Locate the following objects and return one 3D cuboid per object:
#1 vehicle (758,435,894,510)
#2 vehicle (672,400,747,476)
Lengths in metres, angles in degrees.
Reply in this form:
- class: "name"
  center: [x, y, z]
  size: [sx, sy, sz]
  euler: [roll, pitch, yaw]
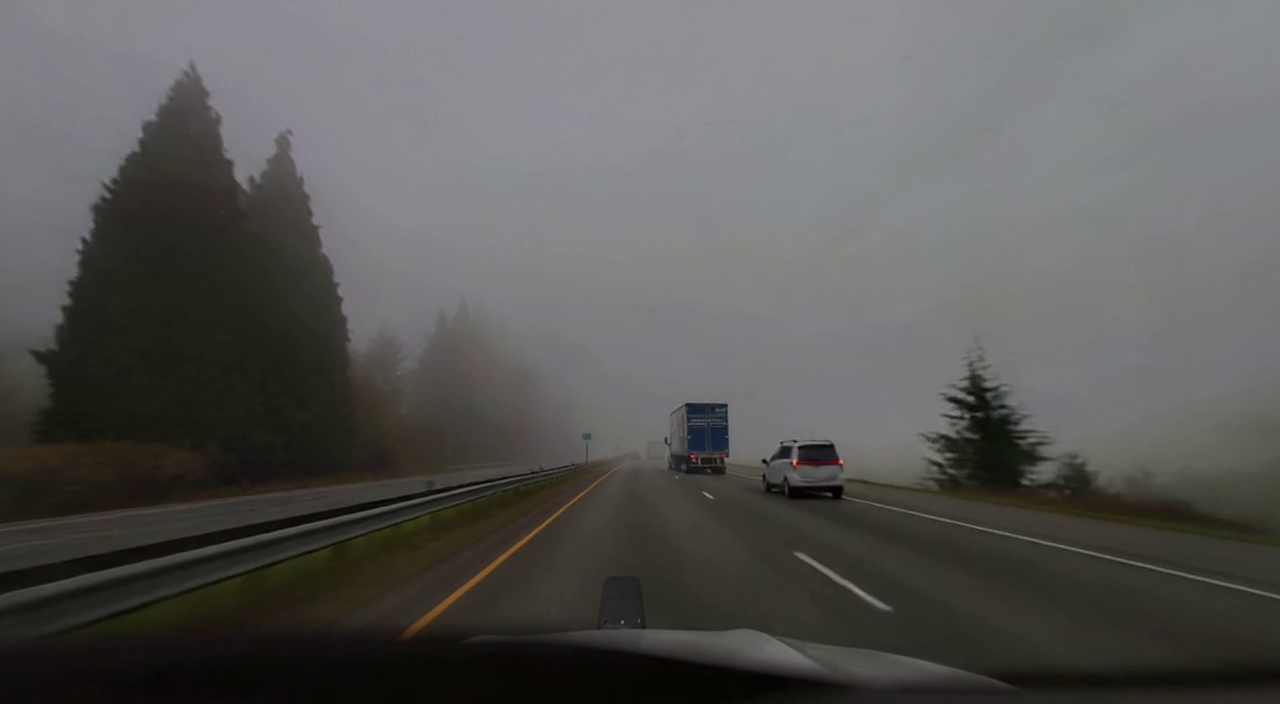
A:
- class: "vehicle"
  center: [4.714, 3.123, 16.816]
  size: [2.118, 1.688, 4.715]
  euler: [0, -9, -1]
- class: "vehicle"
  center: [4.168, 5.807, 41.549]
  size: [3.231, 4.102, 14.393]
  euler: [0, -9, 0]
